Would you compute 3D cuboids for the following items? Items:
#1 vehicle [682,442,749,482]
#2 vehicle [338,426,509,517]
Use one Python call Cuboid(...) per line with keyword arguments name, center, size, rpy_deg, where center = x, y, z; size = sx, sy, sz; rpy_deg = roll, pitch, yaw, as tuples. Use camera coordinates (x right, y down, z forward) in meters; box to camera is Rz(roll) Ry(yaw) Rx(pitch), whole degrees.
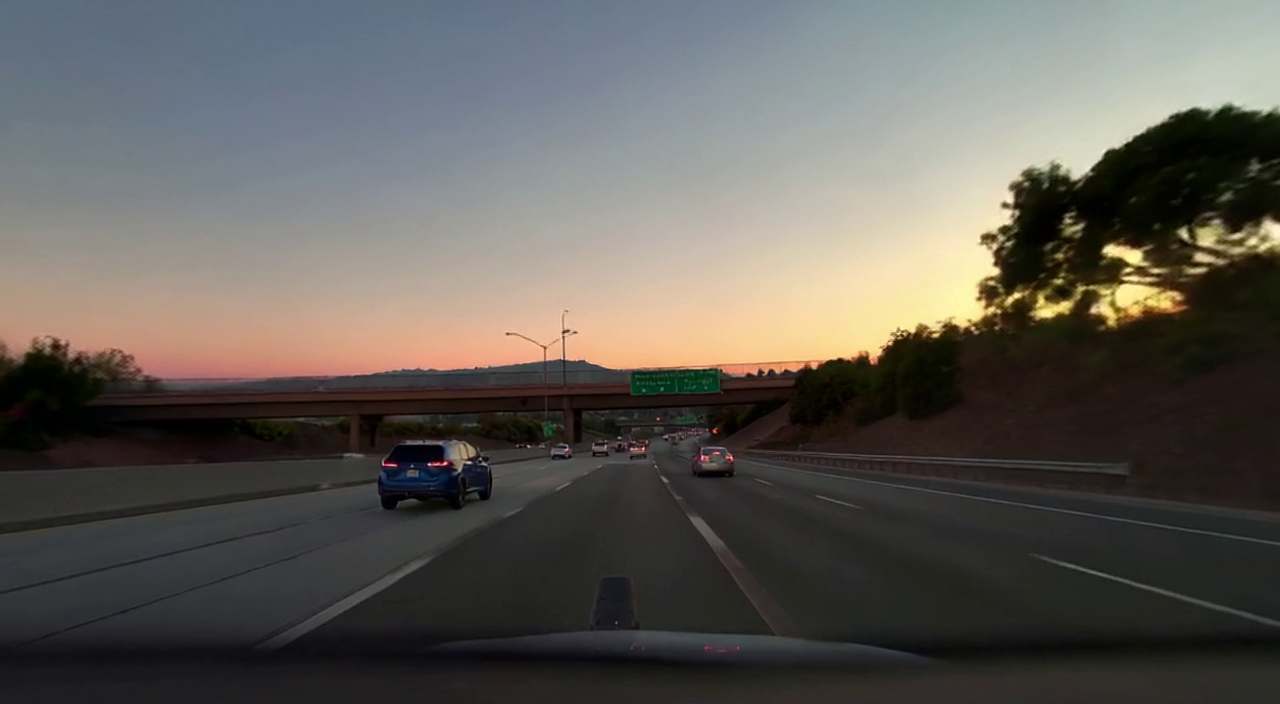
Cuboid(name="vehicle", center=(2.897, 4.324, 25.192), size=(2.083, 1.453, 4.307), rpy_deg=(0, -8, -1))
Cuboid(name="vehicle", center=(-4.401, 2.495, 13.666), size=(2.193, 1.641, 4.077), rpy_deg=(0, -8, 0))
